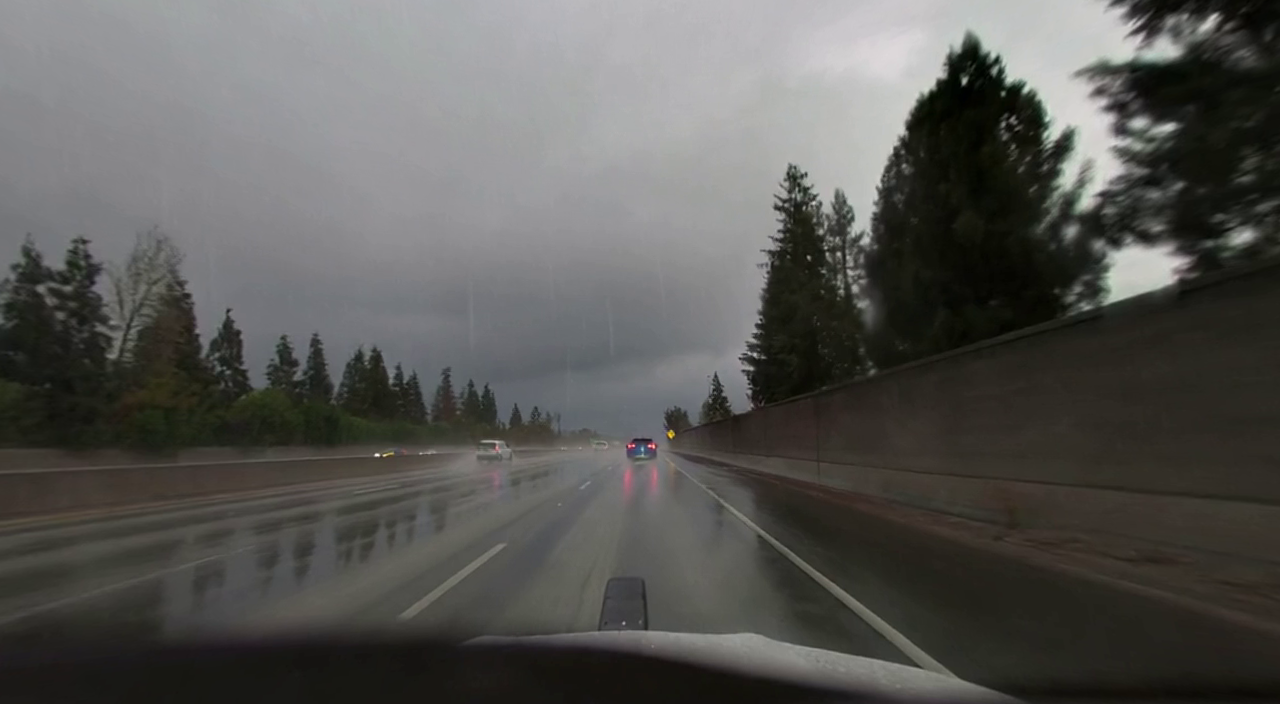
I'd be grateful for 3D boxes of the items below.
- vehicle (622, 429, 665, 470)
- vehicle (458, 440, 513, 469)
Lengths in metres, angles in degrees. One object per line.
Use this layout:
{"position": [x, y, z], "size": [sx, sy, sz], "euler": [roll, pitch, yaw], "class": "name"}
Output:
{"position": [0.186, 5.583, 36.160], "size": [2.318, 2.145, 4.561], "euler": [0, -8, 0], "class": "vehicle"}
{"position": [-9.860, 6.573, 40.728], "size": [2.204, 1.770, 5.016], "euler": [0, -8, 1], "class": "vehicle"}
